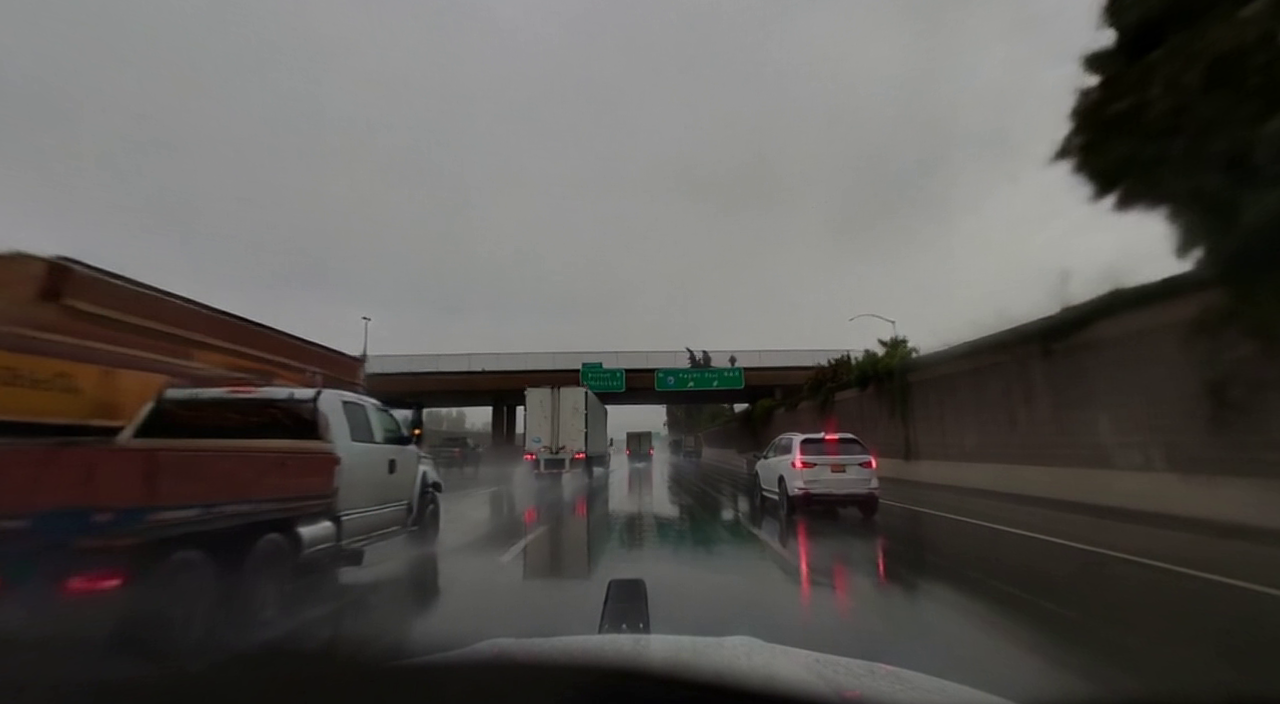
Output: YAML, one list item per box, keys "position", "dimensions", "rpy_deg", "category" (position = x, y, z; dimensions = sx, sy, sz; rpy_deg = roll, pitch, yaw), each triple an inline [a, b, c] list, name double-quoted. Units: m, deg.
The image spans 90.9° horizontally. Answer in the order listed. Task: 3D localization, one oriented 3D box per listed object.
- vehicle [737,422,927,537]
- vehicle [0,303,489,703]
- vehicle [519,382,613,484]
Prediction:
- position: [3.149, 2.194, 11.459]
  dimensions: [2.028, 1.658, 4.334]
  rpy_deg: [0, -9, -1]
  category: "vehicle"
- position: [-3.570, 1.275, 5.865]
  dimensions: [2.645, 2.023, 6.491]
  rpy_deg: [0, -9, 1]
  category: "vehicle"
- position: [-3.325, 4.420, 33.343]
  dimensions: [2.869, 4.108, 15.564]
  rpy_deg: [0, -9, 1]
  category: "vehicle"
